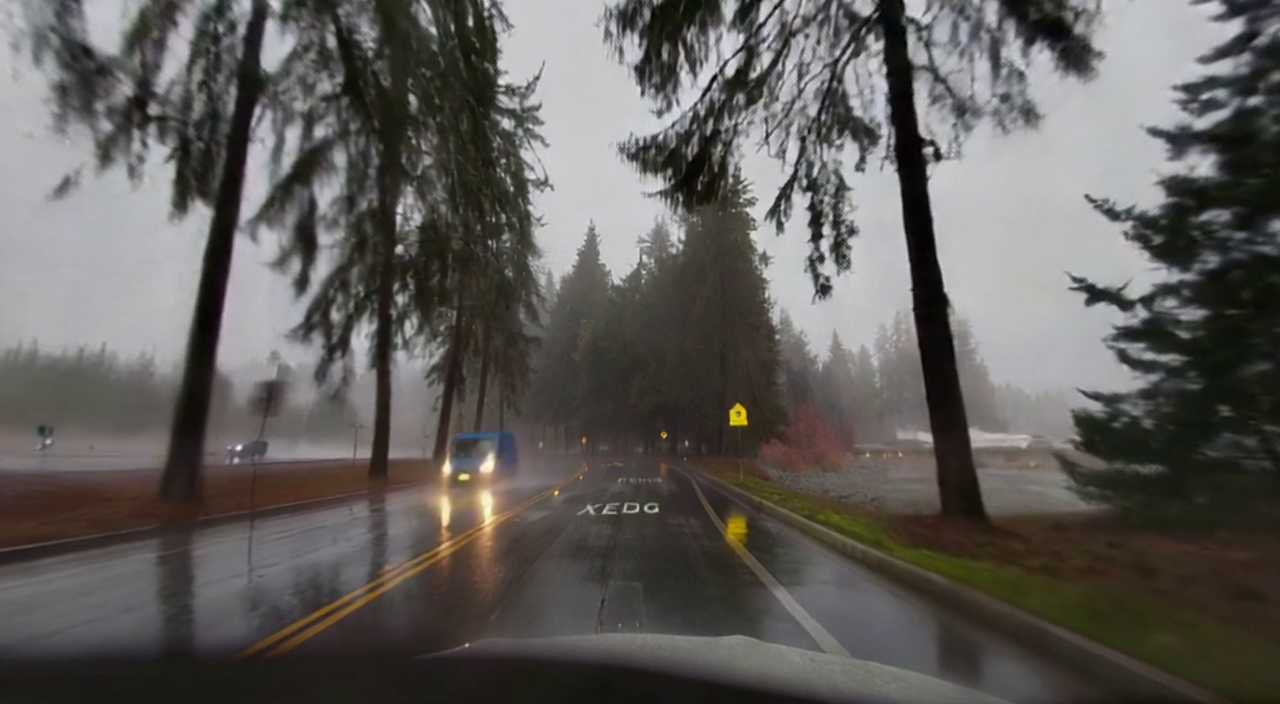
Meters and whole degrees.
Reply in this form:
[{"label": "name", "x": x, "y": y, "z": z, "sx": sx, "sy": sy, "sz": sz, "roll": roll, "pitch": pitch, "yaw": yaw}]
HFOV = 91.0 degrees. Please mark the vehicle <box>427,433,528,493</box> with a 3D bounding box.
[{"label": "vehicle", "x": -5.793, "y": 4.035, "z": 23.366, "sx": 2.394, "sy": 1.900, "sz": 5.863, "roll": 0, "pitch": -8, "yaw": -2}]
